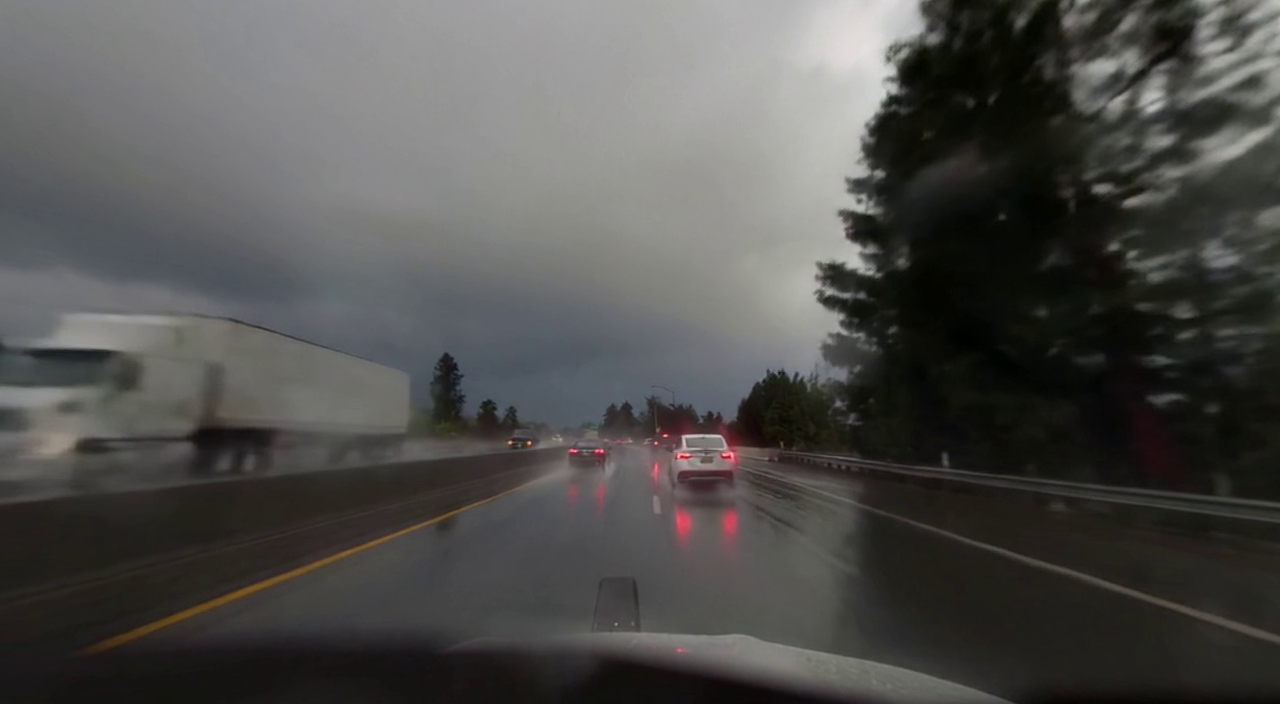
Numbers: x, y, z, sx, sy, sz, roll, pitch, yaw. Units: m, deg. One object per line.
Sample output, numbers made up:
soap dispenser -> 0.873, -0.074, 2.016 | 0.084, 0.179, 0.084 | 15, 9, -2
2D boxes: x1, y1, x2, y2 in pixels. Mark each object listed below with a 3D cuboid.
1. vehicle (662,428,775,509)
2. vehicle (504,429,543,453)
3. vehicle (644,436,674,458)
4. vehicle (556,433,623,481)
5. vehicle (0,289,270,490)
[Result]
vehicle -> 1.628, 2.655, 14.947 | 2.055, 1.566, 5.046 | -1, -8, 0
vehicle -> -8.694, 6.701, 47.269 | 2.109, 1.706, 4.082 | -1, -8, 0
vehicle -> 1.395, 7.217, 47.734 | 2.146, 1.546, 3.796 | -1, -8, 0
vehicle -> -1.759, 3.826, 23.304 | 2.178, 1.559, 4.254 | -1, -8, -1
vehicle -> -12.814, 1.173, 15.776 | 2.979, 4.027, 6.468 | -1, -8, 0
